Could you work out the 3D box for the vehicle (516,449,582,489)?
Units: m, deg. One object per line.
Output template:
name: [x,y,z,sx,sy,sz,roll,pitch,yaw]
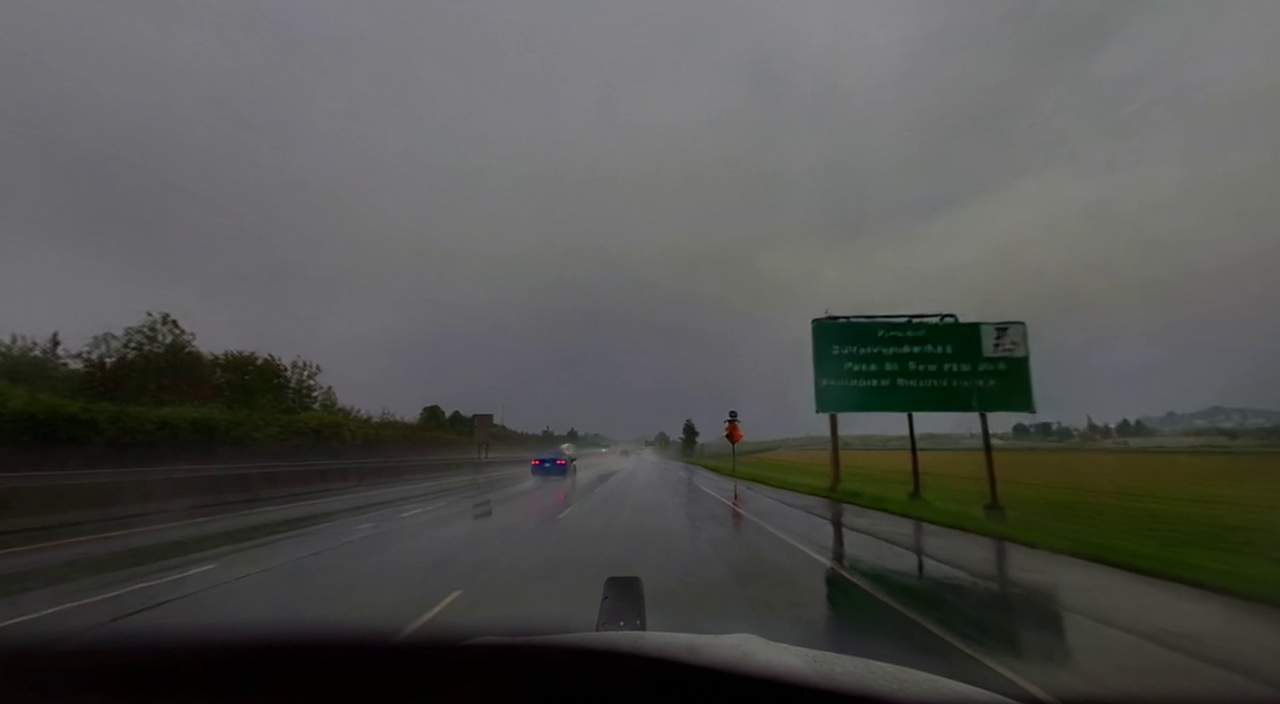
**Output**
vehicle: [-3.710,4.867,26.493,2.121,1.537,3.852,0,-9,1]
